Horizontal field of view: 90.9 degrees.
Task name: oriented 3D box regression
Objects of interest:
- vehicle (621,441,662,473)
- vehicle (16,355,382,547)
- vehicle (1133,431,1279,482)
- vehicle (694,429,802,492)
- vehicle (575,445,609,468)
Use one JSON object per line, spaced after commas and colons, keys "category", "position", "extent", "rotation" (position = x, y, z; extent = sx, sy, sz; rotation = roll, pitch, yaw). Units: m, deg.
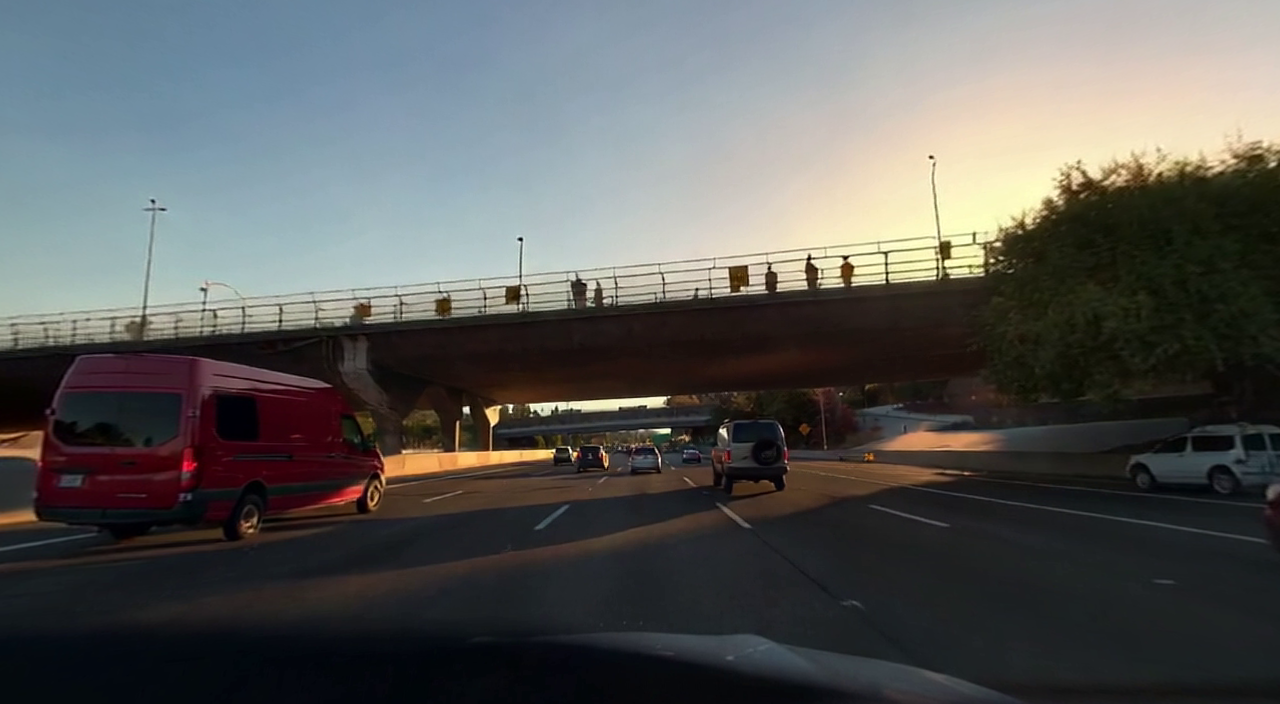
{"category": "vehicle", "position": [0.093, 5.699, 34.446], "extent": [2.115, 1.617, 4.102], "rotation": [0, -8, 0]}
{"category": "vehicle", "position": [-7.547, 1.852, 12.192], "extent": [2.336, 2.708, 6.421], "rotation": [0, -8, 0]}
{"category": "vehicle", "position": [22.328, 4.033, 24.607], "extent": [1.982, 1.748, 4.713], "rotation": [2, -9, -6]}
{"category": "vehicle", "position": [3.584, 3.772, 22.369], "extent": [2.777, 1.895, 5.710], "rotation": [0, -8, 0]}
{"category": "vehicle", "position": [-3.313, 7.209, 43.816], "extent": [1.970, 1.483, 4.071], "rotation": [0, -8, 1]}
